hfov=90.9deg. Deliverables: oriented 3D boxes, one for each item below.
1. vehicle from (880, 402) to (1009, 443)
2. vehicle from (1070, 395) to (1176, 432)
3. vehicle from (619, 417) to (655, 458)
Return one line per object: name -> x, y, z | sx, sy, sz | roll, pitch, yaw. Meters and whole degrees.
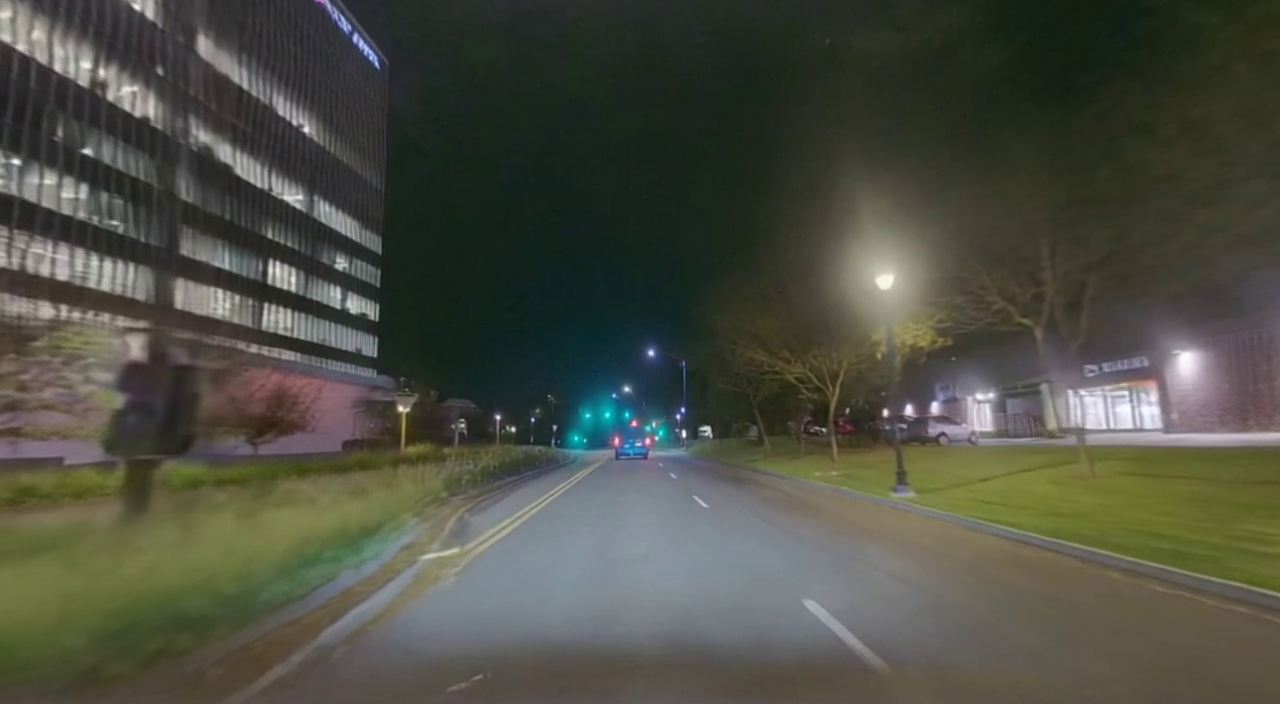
vehicle -> 12.234, 2.859, 25.484 | 4.184, 1.578, 1.976 | 0, -8, -4
vehicle -> 23.056, 2.960, 30.149 | 3.556, 1.469, 1.774 | -3, -8, -4
vehicle -> -0.227, 6.166, 45.532 | 2.435, 2.816, 5.232 | 0, -8, -1
